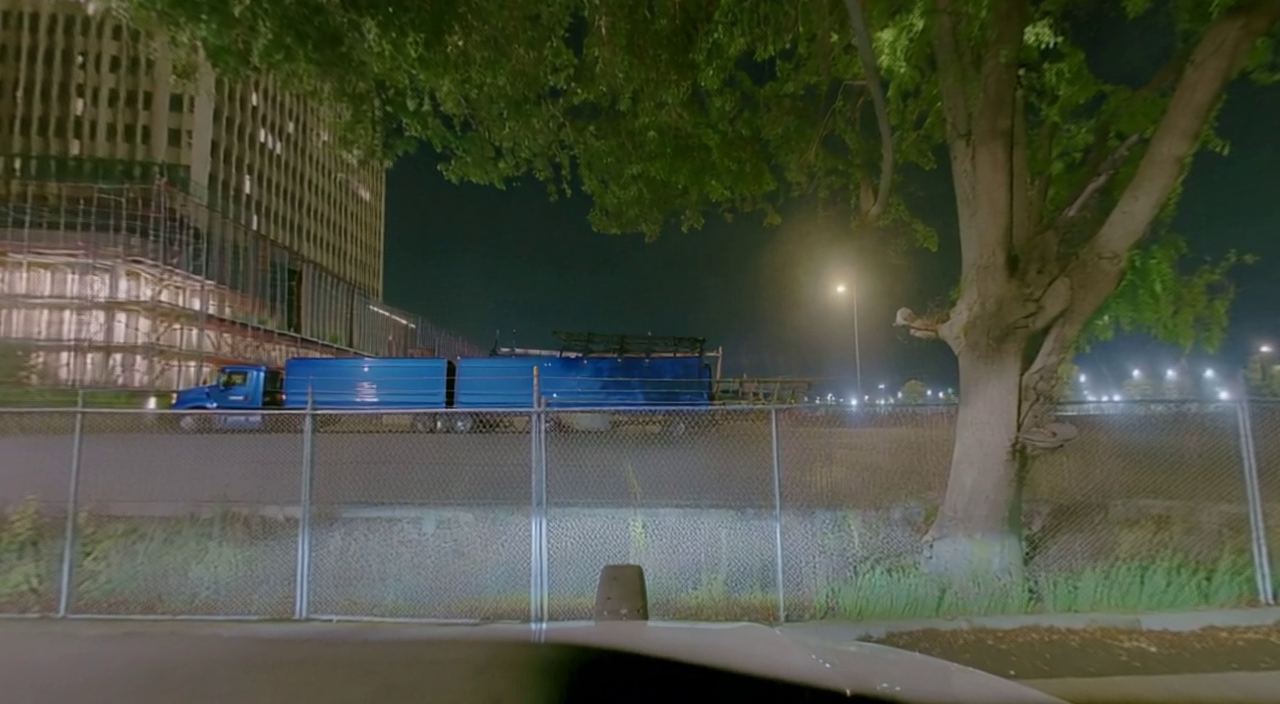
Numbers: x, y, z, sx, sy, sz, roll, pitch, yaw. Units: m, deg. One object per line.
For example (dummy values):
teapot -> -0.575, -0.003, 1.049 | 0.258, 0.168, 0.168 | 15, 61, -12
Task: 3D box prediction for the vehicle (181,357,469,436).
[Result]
vehicle -> -17.056, 2.623, 35.316 | 14.067, 4.099, 2.832 | 1, -9, -7
